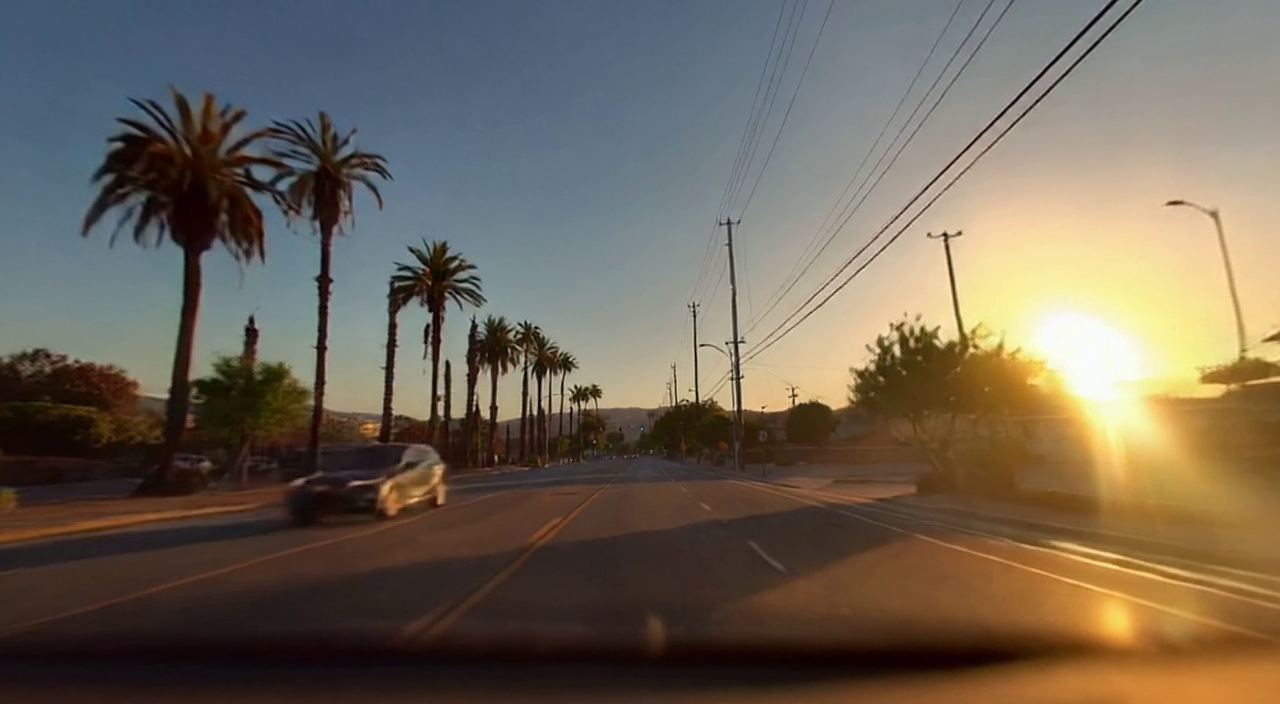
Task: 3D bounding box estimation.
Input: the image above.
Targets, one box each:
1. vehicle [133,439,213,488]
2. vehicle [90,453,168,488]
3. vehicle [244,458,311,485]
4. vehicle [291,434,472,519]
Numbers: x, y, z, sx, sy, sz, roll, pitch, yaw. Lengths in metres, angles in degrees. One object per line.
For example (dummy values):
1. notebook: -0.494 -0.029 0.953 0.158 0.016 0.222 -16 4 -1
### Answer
1. vehicle: -31.529 7.389 42.565 3.668 2.687 5.473 1 -6 -43
2. vehicle: -29.350 6.809 36.238 4.687 1.649 1.993 -8 -6 30
3. vehicle: -25.913 8.527 45.109 4.546 1.479 2.103 -10 -10 28
4. vehicle: -6.361 3.128 16.602 2.139 1.794 5.925 0 -9 1
